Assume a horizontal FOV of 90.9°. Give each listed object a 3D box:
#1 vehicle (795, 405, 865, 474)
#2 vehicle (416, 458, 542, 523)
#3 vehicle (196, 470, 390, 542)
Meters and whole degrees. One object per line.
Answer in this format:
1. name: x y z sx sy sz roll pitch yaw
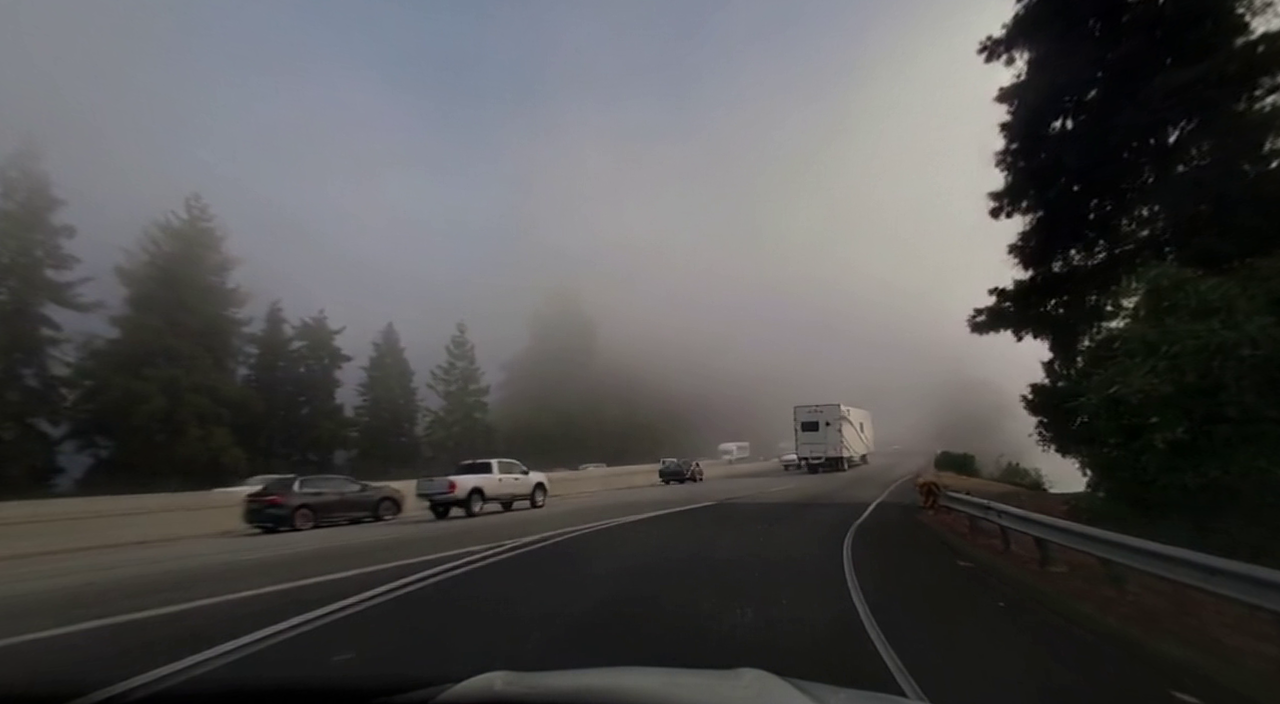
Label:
1. vehicle: 13.643 6.283 44.692 3.123 4.328 9.076 -5 -10 26
2. vehicle: -4.415 3.780 17.649 1.778 1.560 3.030 -5 -10 28
3. vehicle: -9.129 4.017 16.995 1.872 1.536 4.134 -5 -10 28
